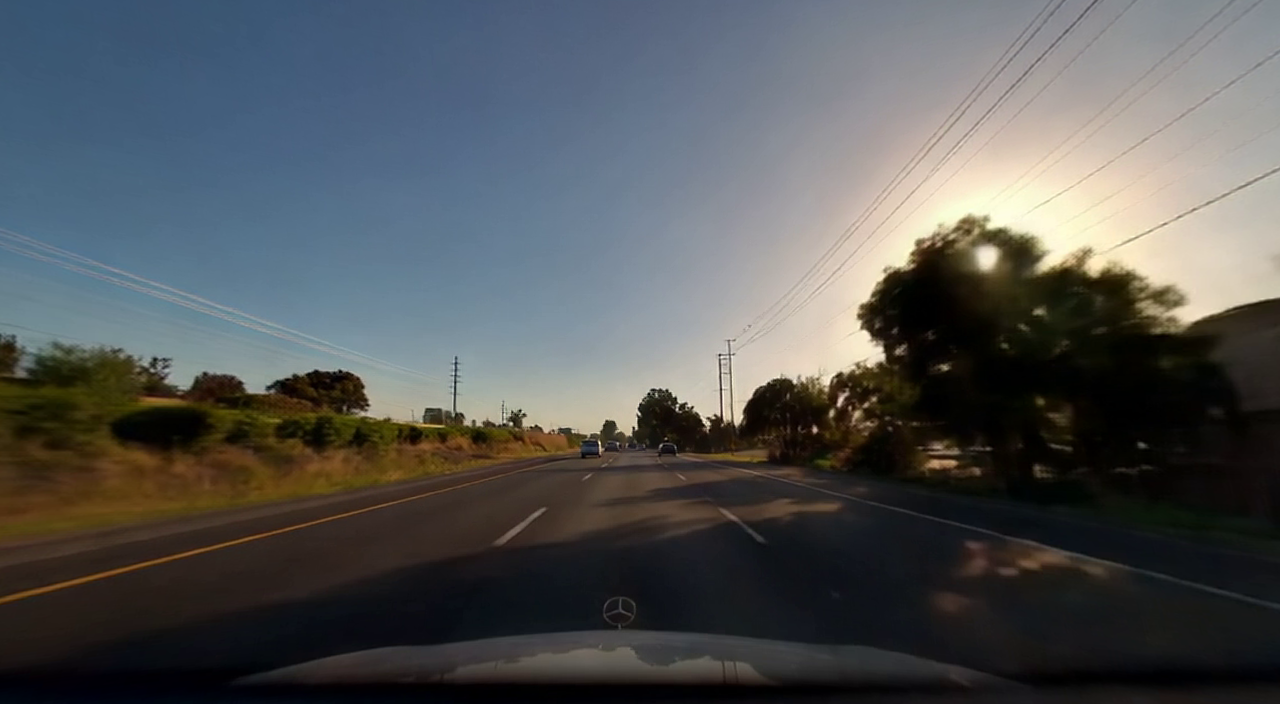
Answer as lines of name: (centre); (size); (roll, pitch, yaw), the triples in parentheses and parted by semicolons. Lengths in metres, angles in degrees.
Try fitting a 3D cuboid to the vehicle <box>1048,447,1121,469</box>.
vehicle: (33.277, 7.902, 47.511); (1.874, 1.546, 5.052); (0, -8, 0)
